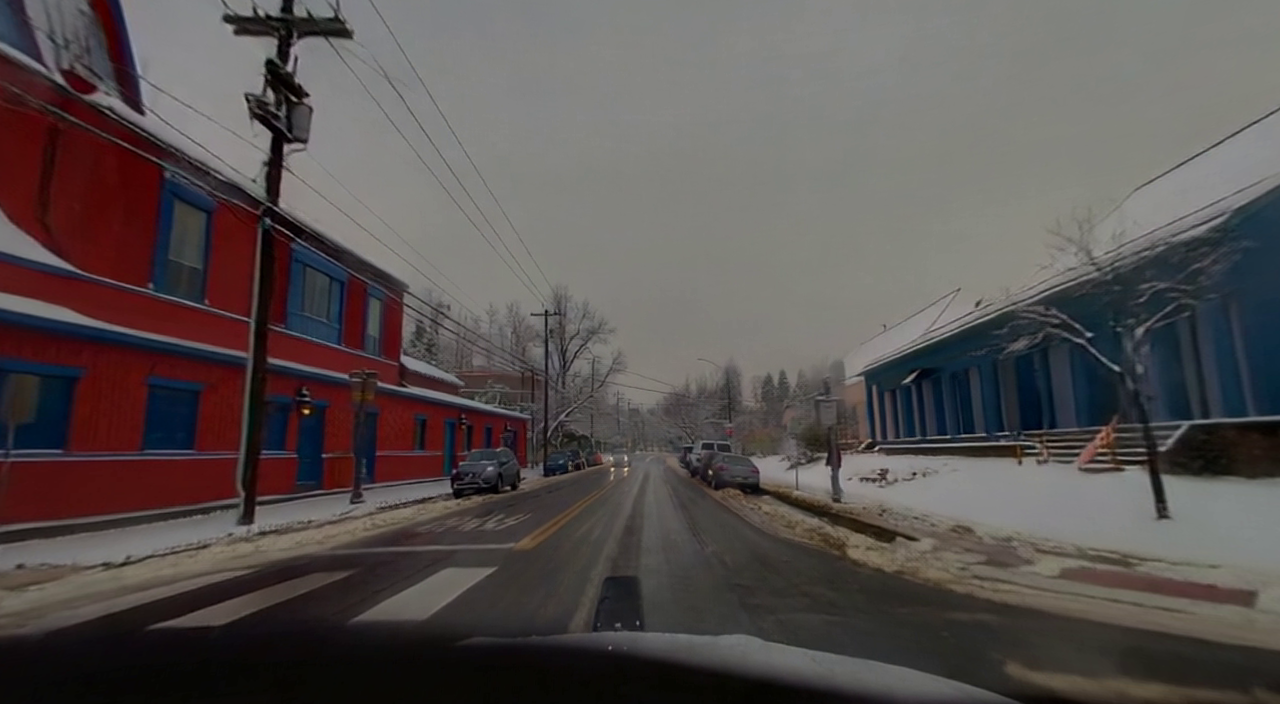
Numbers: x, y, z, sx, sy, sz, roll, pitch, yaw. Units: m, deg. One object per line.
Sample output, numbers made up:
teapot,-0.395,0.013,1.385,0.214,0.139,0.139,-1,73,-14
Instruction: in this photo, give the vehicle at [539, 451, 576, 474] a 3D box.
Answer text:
vehicle,-5.736,7.750,44.578,1.844,1.486,4.474,0,-9,3

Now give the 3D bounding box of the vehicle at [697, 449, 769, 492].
vehicle,3.372,4.399,23.882,1.966,1.471,4.552,0,-9,-1

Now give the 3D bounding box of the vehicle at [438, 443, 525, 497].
vehicle,-6.085,4.542,24.849,2.140,1.746,4.385,-4,-8,2
